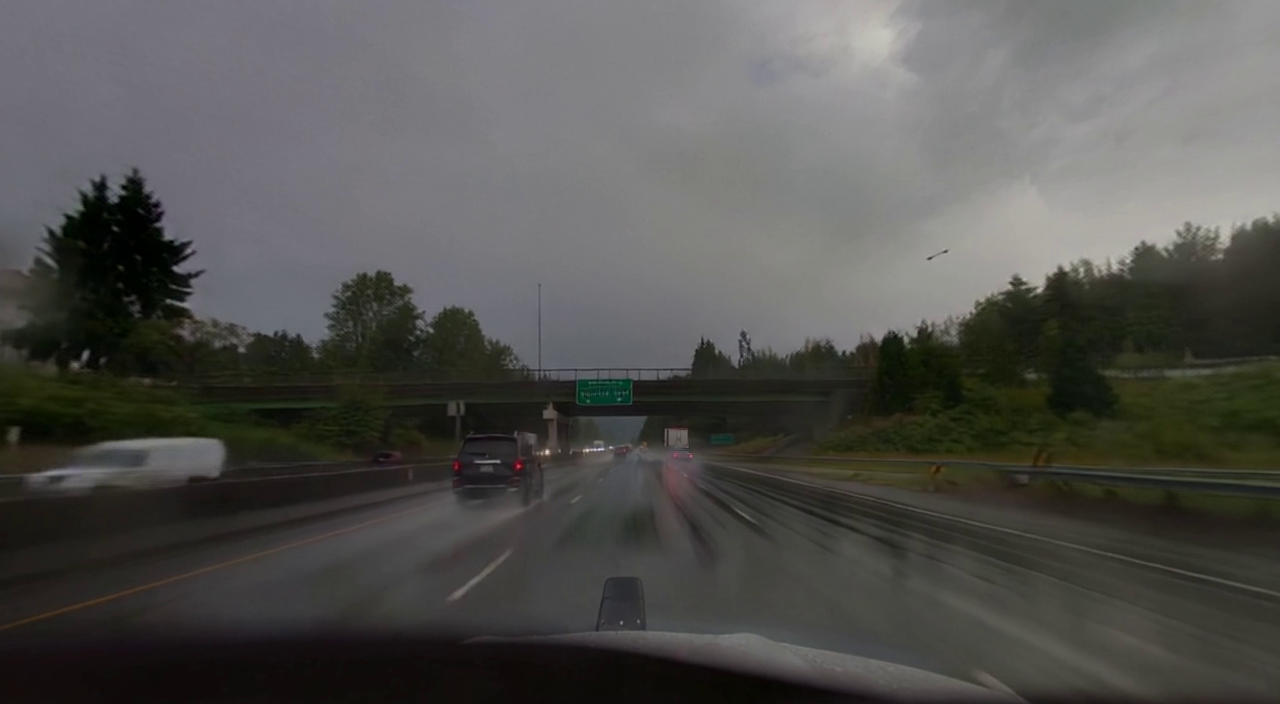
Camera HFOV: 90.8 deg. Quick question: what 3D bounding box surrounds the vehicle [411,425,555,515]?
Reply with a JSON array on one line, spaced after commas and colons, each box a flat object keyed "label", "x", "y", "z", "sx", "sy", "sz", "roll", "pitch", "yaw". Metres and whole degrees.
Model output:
[{"label": "vehicle", "x": -3.465, "y": 2.732, "z": 15.034, "sx": 2.238, "sy": 1.792, "sz": 4.518, "roll": 0, "pitch": -9, "yaw": 0}]
